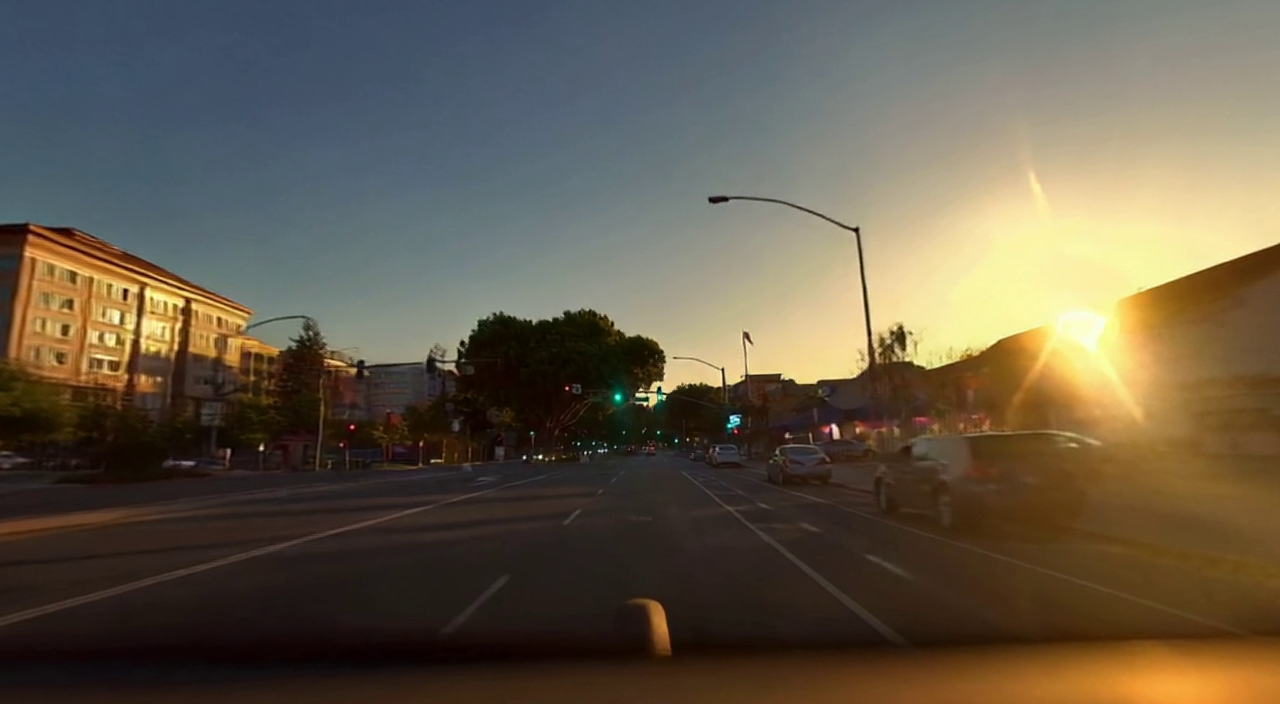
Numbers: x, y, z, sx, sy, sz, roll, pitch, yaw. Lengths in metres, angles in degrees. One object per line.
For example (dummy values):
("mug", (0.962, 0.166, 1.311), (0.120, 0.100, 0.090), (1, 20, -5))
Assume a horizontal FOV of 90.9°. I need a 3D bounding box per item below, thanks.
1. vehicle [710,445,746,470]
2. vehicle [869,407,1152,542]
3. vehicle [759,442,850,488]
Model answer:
("vehicle", (6.221, 7.523, 45.087), (1.845, 1.664, 5.285), (0, -9, 1))
("vehicle", (5.917, 2.037, 11.032), (1.931, 1.814, 4.870), (0, -9, 0))
("vehicle", (6.032, 4.208, 23.760), (2.057, 1.541, 4.735), (0, -9, -1))
